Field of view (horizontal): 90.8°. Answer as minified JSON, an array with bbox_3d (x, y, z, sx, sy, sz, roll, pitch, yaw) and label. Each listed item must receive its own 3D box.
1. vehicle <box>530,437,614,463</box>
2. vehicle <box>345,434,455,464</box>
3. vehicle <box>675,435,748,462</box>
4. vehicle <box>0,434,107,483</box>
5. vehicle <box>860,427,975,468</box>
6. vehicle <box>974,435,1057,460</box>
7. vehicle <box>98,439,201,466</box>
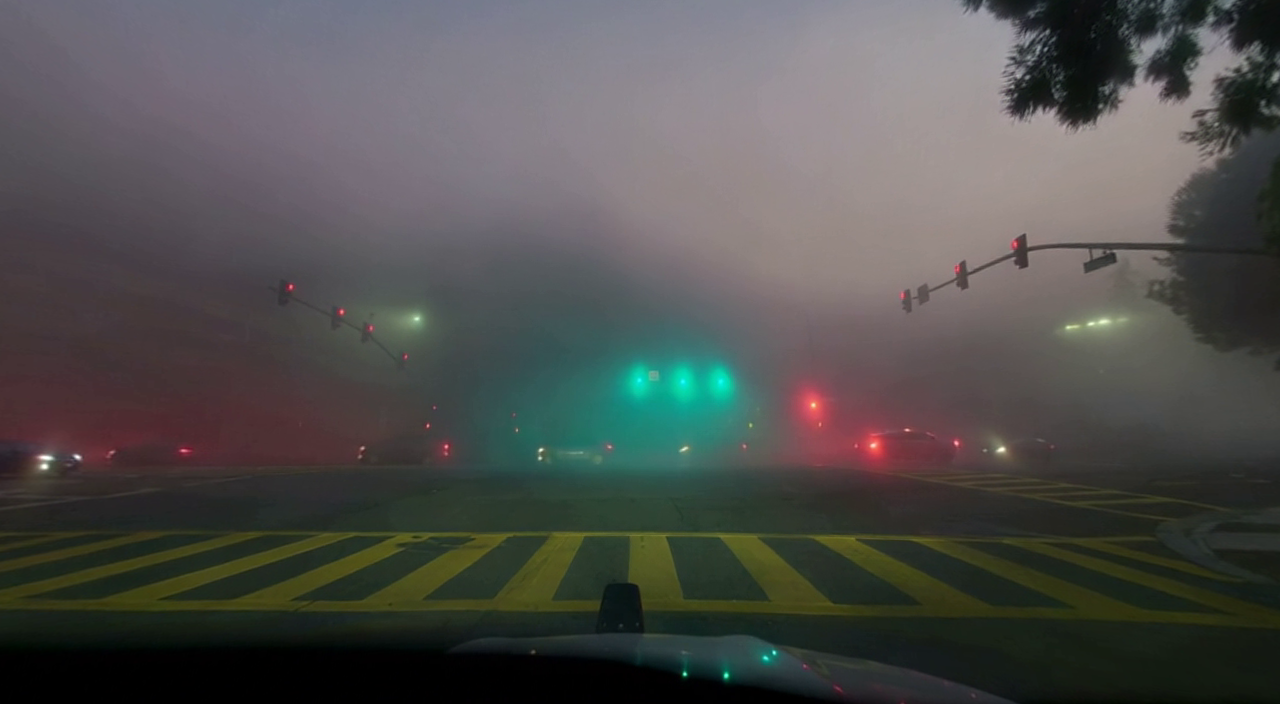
[{"bbox_3d":[-3.969,5.777,37.264,4.724,1.452,1.870,0,-9,1],"label":"vehicle"},{"bbox_3d":[-15.276,6.190,40.421,6.133,1.833,2.155,-1,-9,1],"label":"vehicle"},{"bbox_3d":[4.584,6.238,41.020,4.488,1.667,1.869,-1,-9,1],"label":"vehicle"},{"bbox_3d":[-21.956,3.715,22.154,4.624,1.593,2.018,0,-9,0],"label":"vehicle"},{"bbox_3d":[13.035,4.486,29.777,4.662,1.764,2.064,2,-9,-18],"label":"vehicle"},{"bbox_3d":[23.887,6.078,40.289,4.100,1.509,1.853,0,-9,0],"label":"vehicle"},{"bbox_3d":[-28.687,5.872,37.017,4.519,1.476,1.767,0,-9,0],"label":"vehicle"}]
